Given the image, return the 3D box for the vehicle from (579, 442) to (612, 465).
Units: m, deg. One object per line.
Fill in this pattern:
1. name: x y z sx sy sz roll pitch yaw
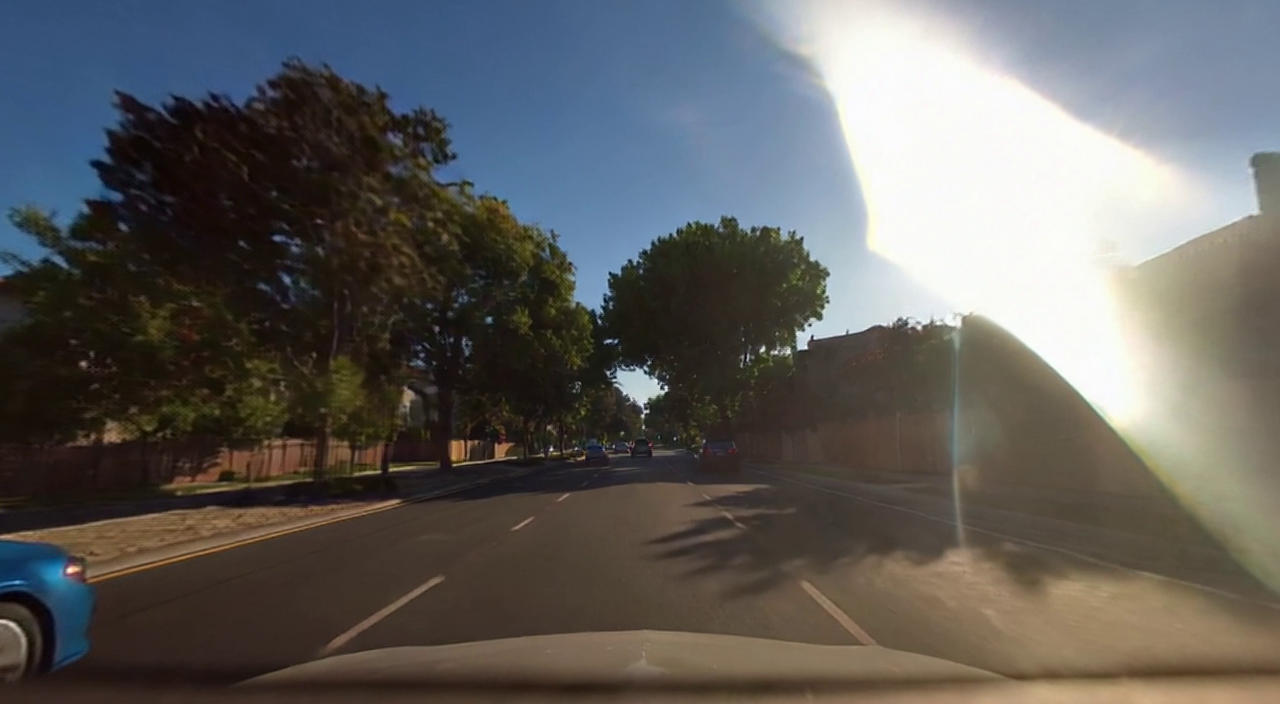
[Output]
1. vehicle: -2.998 6.912 43.228 1.940 1.473 4.133 0 -8 1

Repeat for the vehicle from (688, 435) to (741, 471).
1. vehicle: 3.804 5.235 32.819 2.182 1.688 4.187 0 -8 -1
